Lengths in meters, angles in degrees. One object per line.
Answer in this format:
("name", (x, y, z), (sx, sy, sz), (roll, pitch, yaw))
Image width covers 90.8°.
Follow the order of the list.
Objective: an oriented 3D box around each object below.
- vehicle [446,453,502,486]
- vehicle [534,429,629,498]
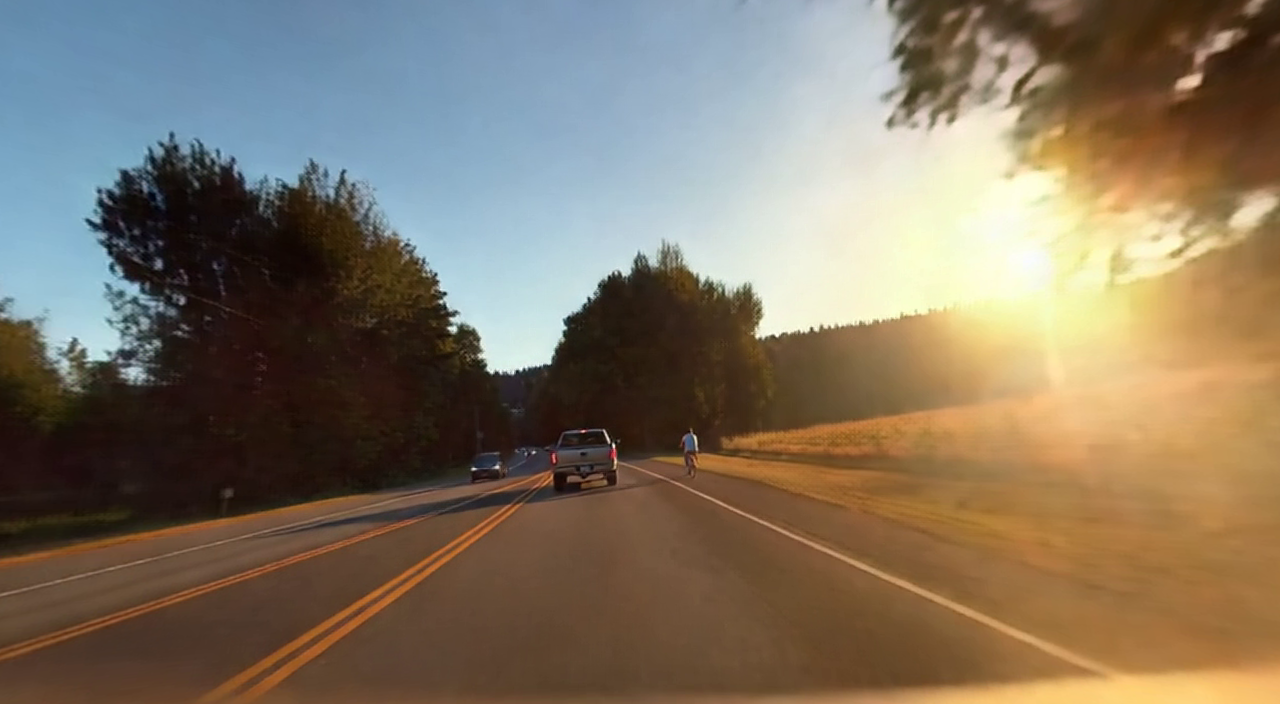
("vehicle", (-8.476, 5.987, 32.604), (2.045, 1.474, 3.956), (-1, -8, -3))
("vehicle", (-1.762, 3.491, 20.251), (2.631, 1.798, 5.331), (-1, -8, -3))
